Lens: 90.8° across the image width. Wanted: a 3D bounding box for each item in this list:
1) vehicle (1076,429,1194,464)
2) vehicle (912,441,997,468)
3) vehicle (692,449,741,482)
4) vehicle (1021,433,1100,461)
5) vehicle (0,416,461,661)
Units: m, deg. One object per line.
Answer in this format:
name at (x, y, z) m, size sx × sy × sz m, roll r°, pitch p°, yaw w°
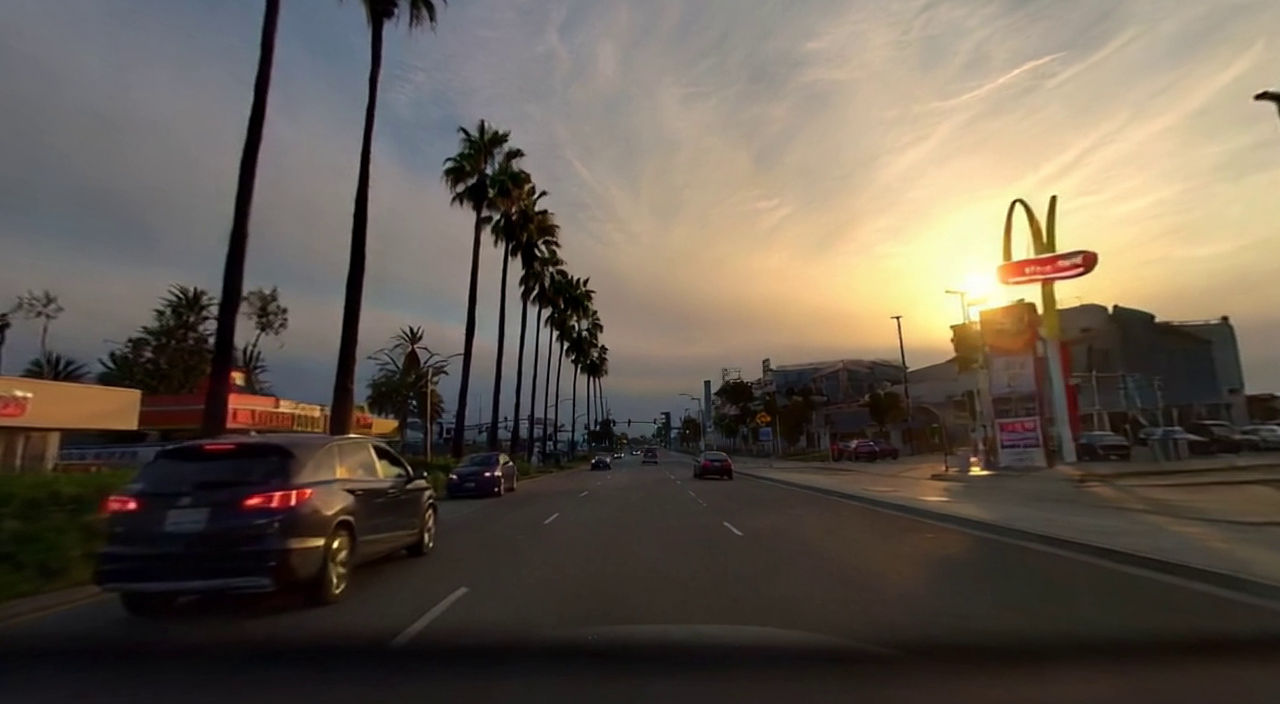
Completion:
vehicle at (29.667, 5.693, 38.128) m, size 5.325 × 1.840 × 1.882 m, roll -3°, pitch -12°, yaw 30°
vehicle at (18.168, 5.877, 36.460) m, size 4.750 × 1.478 × 1.998 m, roll 5°, pitch -10°, yaw -29°
vehicle at (3.732, 5.575, 31.350) m, size 1.889 × 1.448 × 4.262 m, roll 0°, pitch -9°, yaw 0°
vehicle at (29.321, 6.638, 44.198) m, size 4.361 × 1.818 × 2.009 m, roll -5°, pitch -10°, yaw 29°
vehicle at (-3.276, 1.509, 6.207) m, size 2.021 × 1.550 × 4.090 m, roll 0°, pitch -9°, yaw -3°
